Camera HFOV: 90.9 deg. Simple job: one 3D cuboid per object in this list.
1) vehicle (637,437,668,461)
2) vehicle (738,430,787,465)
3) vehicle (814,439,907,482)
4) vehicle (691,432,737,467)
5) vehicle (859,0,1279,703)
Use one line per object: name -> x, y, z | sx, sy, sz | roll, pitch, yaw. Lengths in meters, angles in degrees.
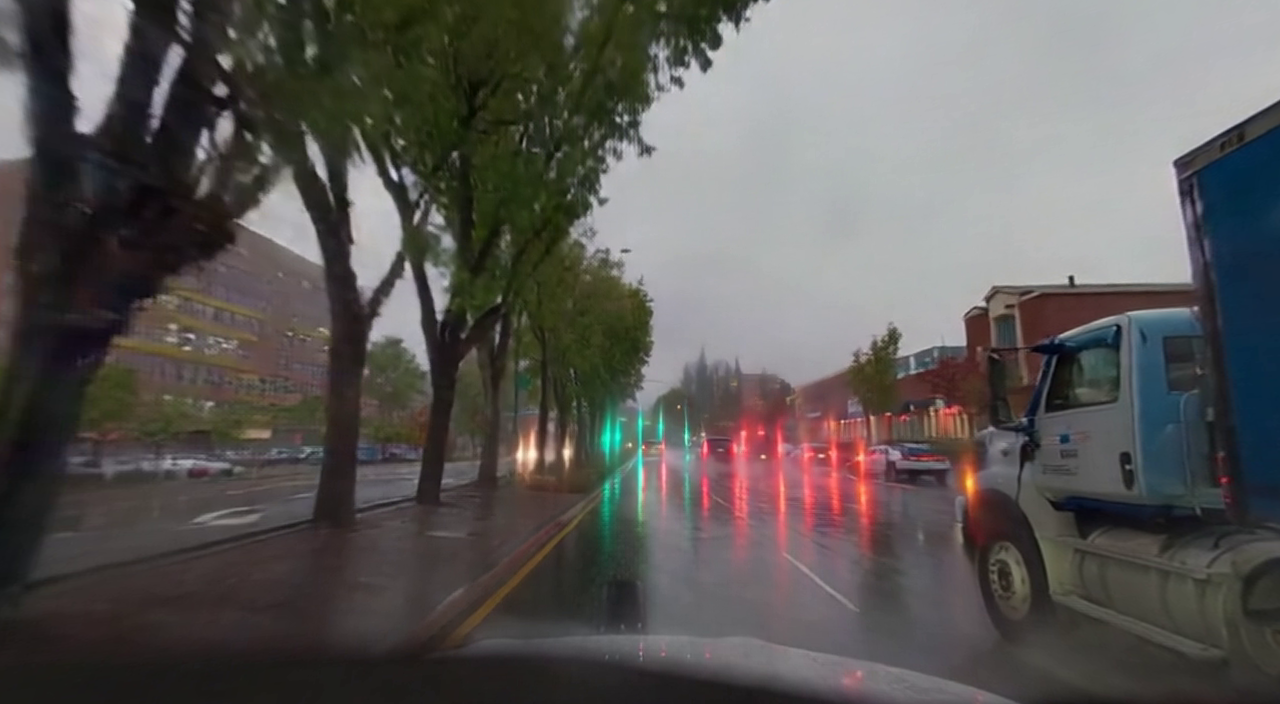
vehicle -> 0.969, 7.343, 47.590 | 2.276, 1.704, 3.925 | -1, -8, 2
vehicle -> 8.465, 6.674, 44.138 | 2.539, 2.328, 4.769 | 0, -8, 1
vehicle -> 8.281, 4.112, 24.154 | 2.006, 1.484, 4.289 | 0, -8, 0
vehicle -> 4.287, 5.726, 37.245 | 2.196, 1.908, 4.412 | 0, -8, 0
vehicle -> 3.642, -0.268, 2.166 | 3.006, 3.679, 8.506 | -1, -8, 3
